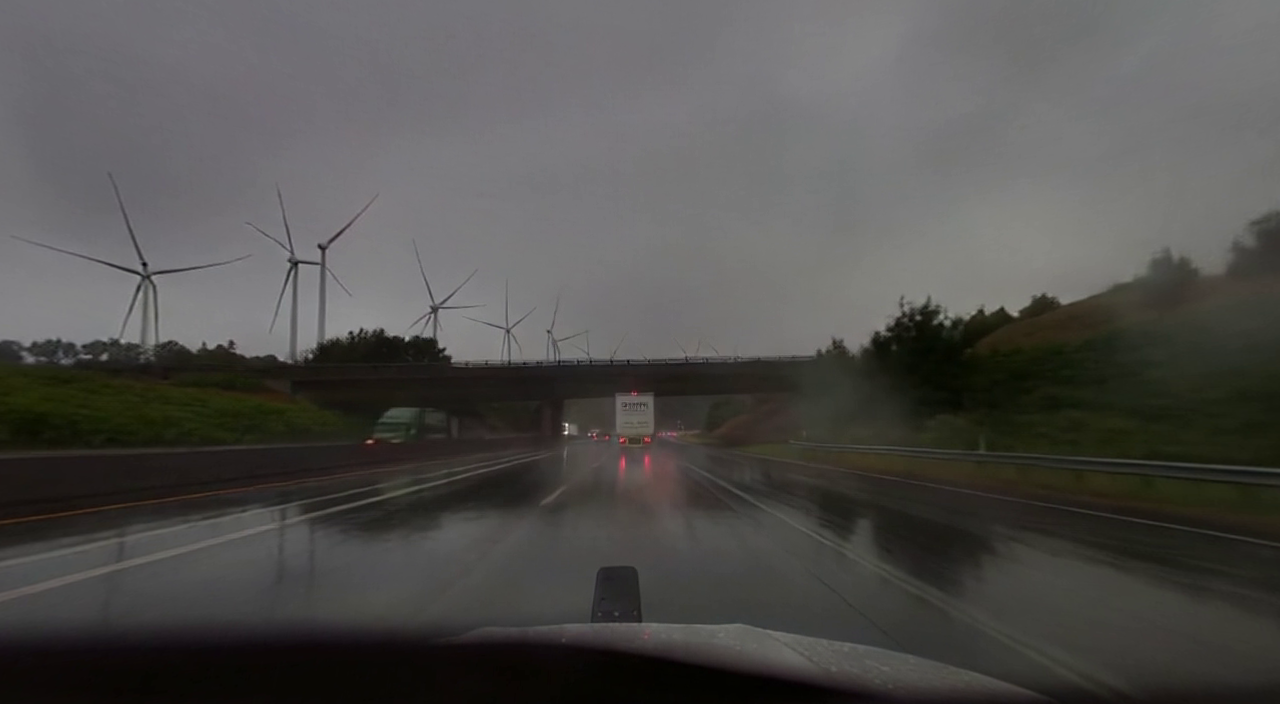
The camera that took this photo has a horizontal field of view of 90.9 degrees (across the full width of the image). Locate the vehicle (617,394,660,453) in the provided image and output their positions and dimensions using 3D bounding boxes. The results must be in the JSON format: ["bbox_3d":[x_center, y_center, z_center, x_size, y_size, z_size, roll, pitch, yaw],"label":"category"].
[{"bbox_3d":[-0.251,5.702,49.040,2.906,3.990,12.551,0,-8,-1],"label":"vehicle"}]

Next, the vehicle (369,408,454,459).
[{"bbox_3d":[-16.859,6.168,47.510,2.928,3.408,9.523,0,-8,-1],"label":"vehicle"}]
